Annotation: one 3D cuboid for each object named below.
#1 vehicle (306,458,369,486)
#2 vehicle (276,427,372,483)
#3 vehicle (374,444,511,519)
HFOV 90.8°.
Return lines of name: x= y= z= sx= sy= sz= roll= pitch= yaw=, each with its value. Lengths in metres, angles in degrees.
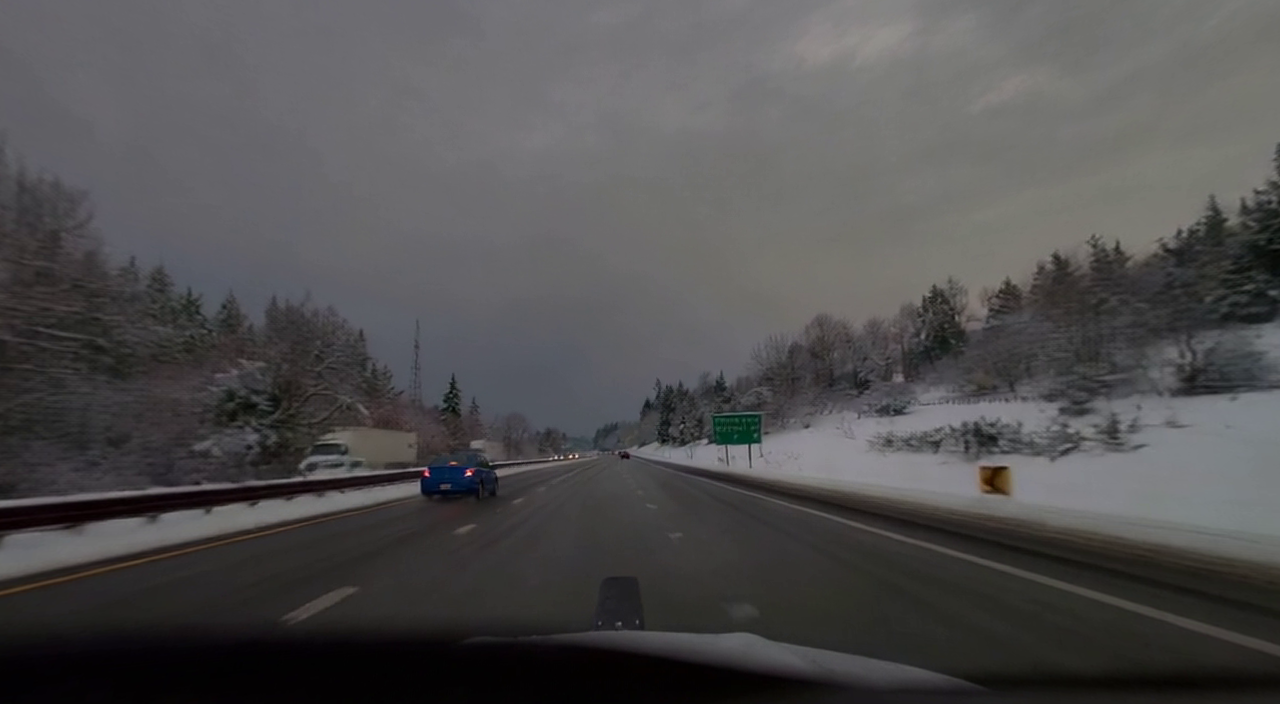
vehicle: x=-17.693 y=7.012 z=37.099 sx=1.766 sy=1.456 sz=3.905 roll=0 pitch=-9 yaw=-1
vehicle: x=-22.239 y=7.319 z=44.914 sx=3.788 sy=3.644 sz=6.022 roll=0 pitch=-9 yaw=-2
vehicle: x=-4.566 y=3.040 z=15.290 sx=2.121 sy=1.537 sz=3.852 roll=0 pitch=-9 yaw=-1
